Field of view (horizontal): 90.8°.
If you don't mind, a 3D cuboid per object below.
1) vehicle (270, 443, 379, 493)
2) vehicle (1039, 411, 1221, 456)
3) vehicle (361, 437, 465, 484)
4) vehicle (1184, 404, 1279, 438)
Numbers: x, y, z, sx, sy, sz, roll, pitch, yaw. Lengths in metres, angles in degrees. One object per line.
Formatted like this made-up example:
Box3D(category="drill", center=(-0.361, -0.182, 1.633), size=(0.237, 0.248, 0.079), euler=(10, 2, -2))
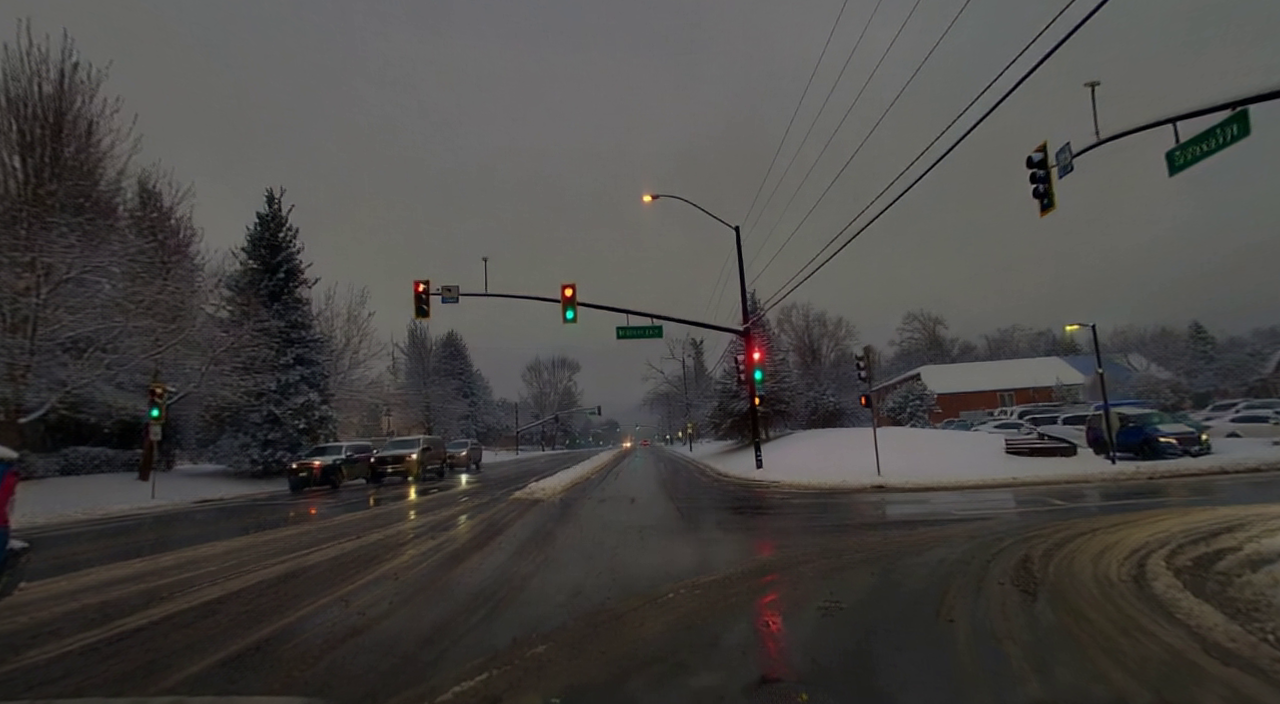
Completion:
Box3D(category="vehicle", center=(-13.790, 5.066, 28.052), size=(2.306, 1.957, 4.968), euler=(0, -9, -1))
Box3D(category="vehicle", center=(16.923, 2.908, 22.128), size=(4.560, 1.453, 1.851), euler=(-3, -9, 18))
Box3D(category="vehicle", center=(-10.172, 4.923, 28.971), size=(2.664, 1.940, 5.702), euler=(0, -9, 0))
Box3D(category="vehicle", center=(34.789, 4.019, 36.651), size=(4.326, 1.511, 1.725), euler=(-8, -9, 17))
